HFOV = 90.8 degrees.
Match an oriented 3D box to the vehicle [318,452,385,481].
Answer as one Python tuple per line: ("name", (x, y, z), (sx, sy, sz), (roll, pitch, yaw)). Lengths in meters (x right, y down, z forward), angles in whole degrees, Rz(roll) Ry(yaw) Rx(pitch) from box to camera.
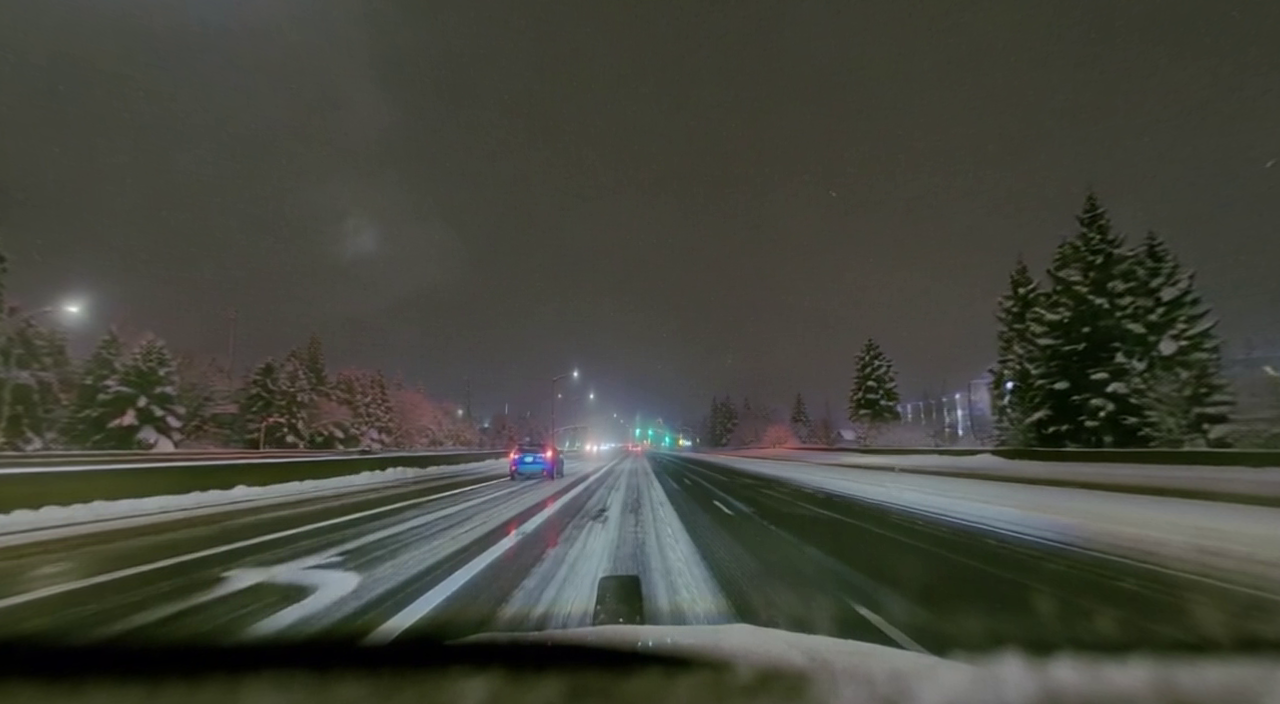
("vehicle", (-16.946, 6.715, 37.313), (1.907, 1.498, 4.348), (0, -8, 0))

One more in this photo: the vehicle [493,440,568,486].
("vehicle", (-3.873, 4.011, 23.131), (1.900, 1.492, 4.495), (0, -8, 0))
